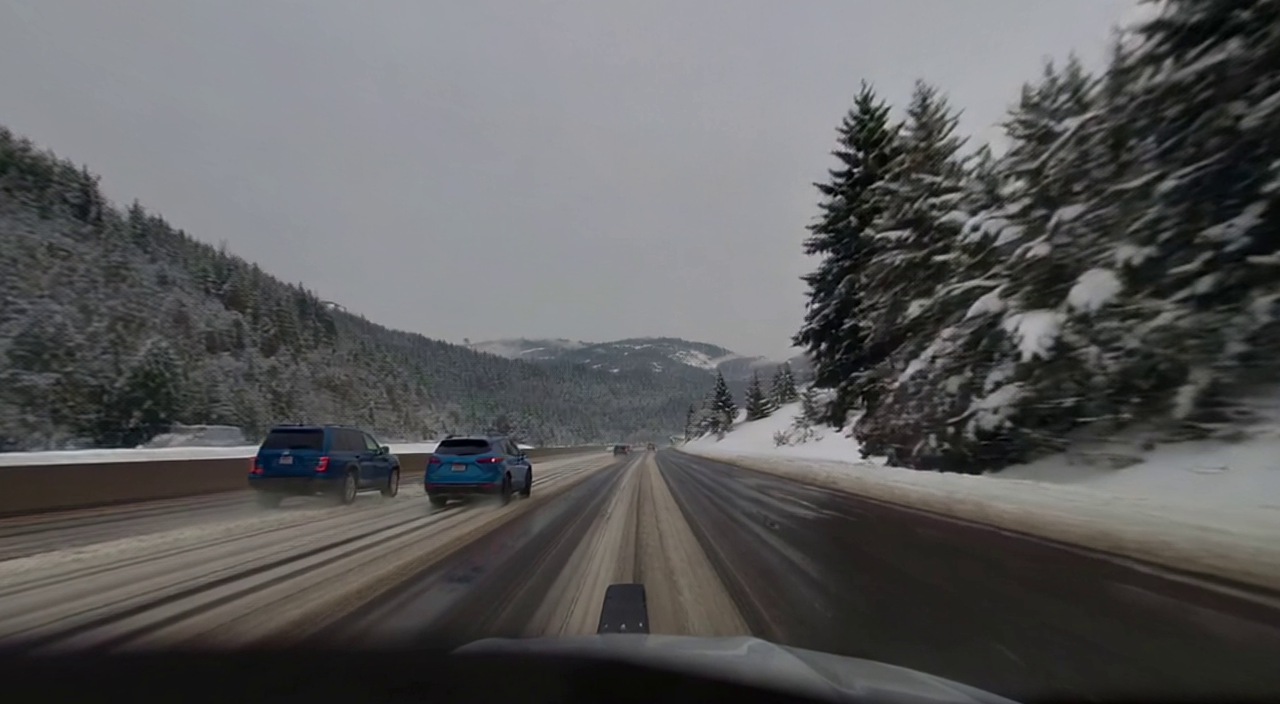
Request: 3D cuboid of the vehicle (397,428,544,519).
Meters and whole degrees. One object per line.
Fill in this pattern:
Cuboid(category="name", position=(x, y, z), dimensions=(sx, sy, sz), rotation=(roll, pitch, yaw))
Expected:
Cuboid(category="vehicle", position=(-3.499, 2.592, 13.954), dimensions=(1.983, 1.663, 4.290), rotation=(0, -9, 1))

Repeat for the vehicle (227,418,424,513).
Cuboid(category="vehicle", position=(-7.283, 2.697, 15.421), dimensions=(2.151, 1.925, 4.945), rotation=(0, -9, 1))
